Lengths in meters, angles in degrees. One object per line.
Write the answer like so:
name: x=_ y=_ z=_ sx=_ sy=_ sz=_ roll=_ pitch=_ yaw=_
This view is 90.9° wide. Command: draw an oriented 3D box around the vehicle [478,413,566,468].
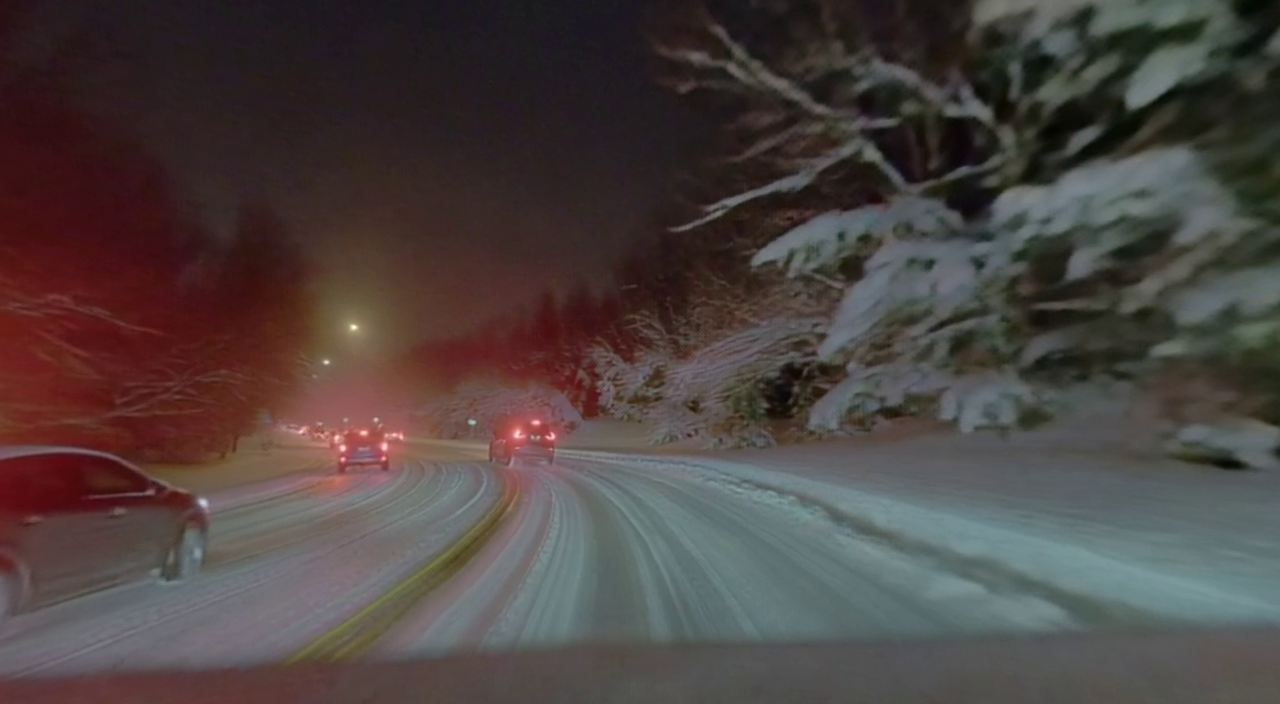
vehicle: x=-4.927 y=3.615 z=25.544 sx=2.500 sy=1.961 sz=5.637 roll=3 pitch=-9 yaw=-20
